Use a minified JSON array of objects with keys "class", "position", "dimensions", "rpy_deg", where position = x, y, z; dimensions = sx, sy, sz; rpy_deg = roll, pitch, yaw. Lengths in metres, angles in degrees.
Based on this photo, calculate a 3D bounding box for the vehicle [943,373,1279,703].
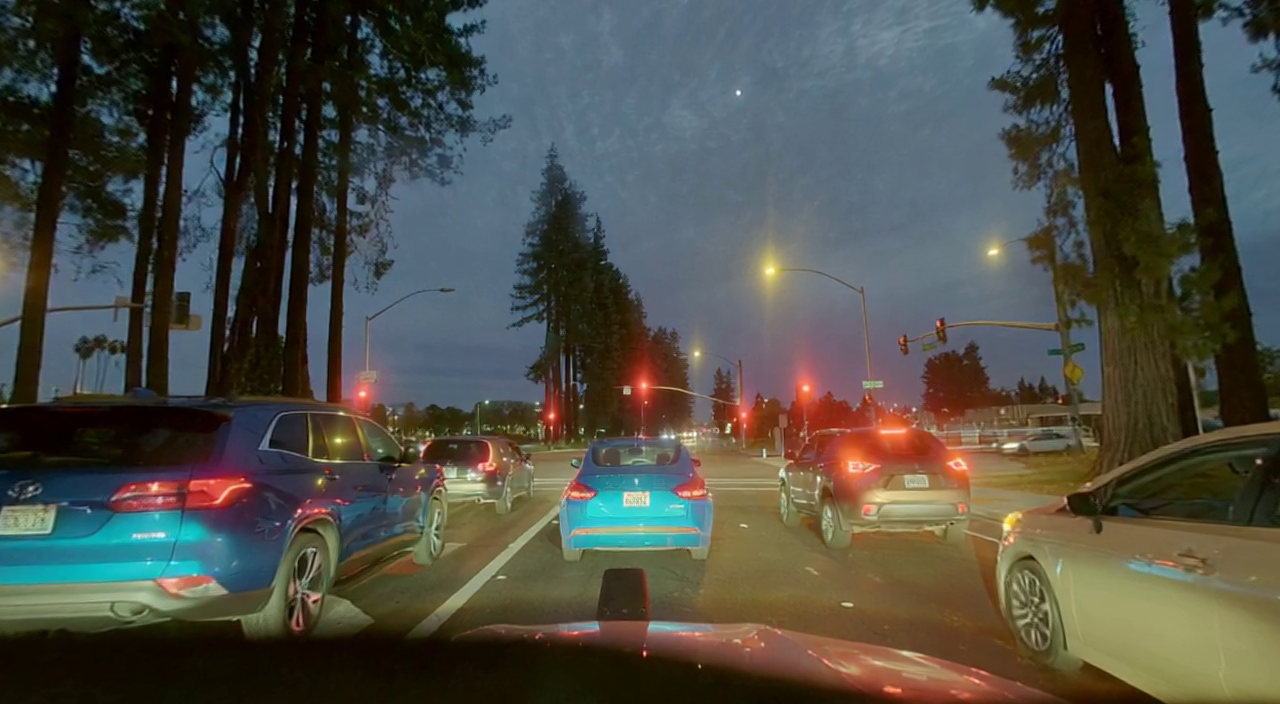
[{"class":"vehicle","position":[3.320,0.958,2.895],"dimensions":[1.899,1.588,3.888],"rpy_deg":[0,-8,0]}]

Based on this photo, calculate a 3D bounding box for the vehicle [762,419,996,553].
[{"class":"vehicle","position":[3.400,1.998,10.084],"dimensions":[2.040,1.647,4.379],"rpy_deg":[0,-8,1]}]

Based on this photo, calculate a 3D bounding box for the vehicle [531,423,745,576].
[{"class":"vehicle","position":[-0.029,1.785,8.387],"dimensions":[2.147,1.507,3.953],"rpy_deg":[0,-8,0]}]

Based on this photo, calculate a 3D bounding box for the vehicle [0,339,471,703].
[{"class":"vehicle","position":[-3.140,1.157,5.116],"dimensions":[2.168,1.750,4.625],"rpy_deg":[-1,-8,1]}]
